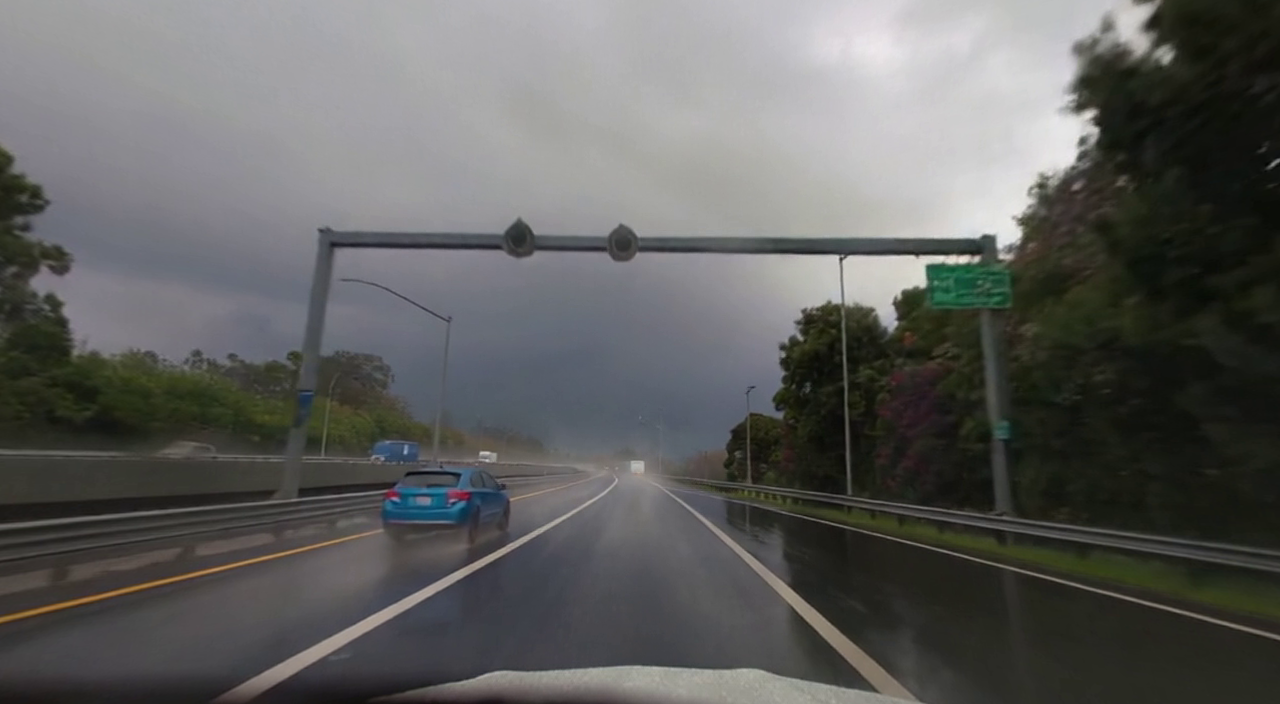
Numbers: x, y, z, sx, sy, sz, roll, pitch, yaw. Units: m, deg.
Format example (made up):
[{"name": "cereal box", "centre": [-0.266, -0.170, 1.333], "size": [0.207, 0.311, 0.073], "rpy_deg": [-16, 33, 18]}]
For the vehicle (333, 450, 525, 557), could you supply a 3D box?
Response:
[{"name": "vehicle", "centre": [-3.565, 2.676, 11.681], "size": [1.967, 1.556, 4.364], "rpy_deg": [1, -10, 1]}]
